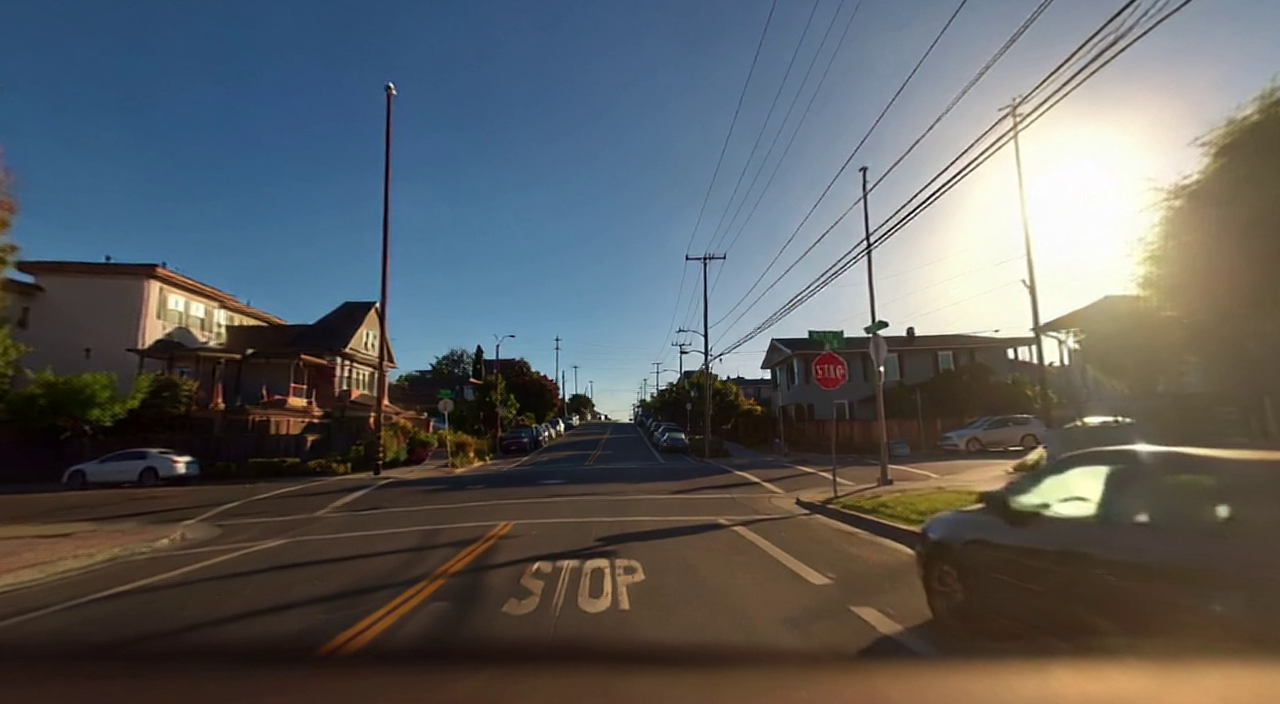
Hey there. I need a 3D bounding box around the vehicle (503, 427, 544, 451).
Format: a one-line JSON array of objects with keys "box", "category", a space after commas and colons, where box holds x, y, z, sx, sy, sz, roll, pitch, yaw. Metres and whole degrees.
[{"box": [-8.117, 6.152, 44.389, 2.065, 1.553, 4.636, 0, -8, 0], "category": "vehicle"}]

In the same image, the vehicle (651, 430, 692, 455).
[{"box": [1.929, 5.783, 40.175, 2.120, 1.487, 4.360, 0, -8, -4], "category": "vehicle"}]

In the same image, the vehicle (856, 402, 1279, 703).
[{"box": [3.048, 1.064, 3.150, 2.038, 1.473, 4.842, 0, -8, -3], "category": "vehicle"}]

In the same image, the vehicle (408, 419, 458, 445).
[{"box": [-14.129, 5.564, 43.402, 1.992, 1.678, 4.658, 0, -8, -2], "category": "vehicle"}]

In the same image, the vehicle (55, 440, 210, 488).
[{"box": [-19.612, 4.323, 24.626, 4.181, 1.742, 1.945, 1, -9, -10], "category": "vehicle"}]
